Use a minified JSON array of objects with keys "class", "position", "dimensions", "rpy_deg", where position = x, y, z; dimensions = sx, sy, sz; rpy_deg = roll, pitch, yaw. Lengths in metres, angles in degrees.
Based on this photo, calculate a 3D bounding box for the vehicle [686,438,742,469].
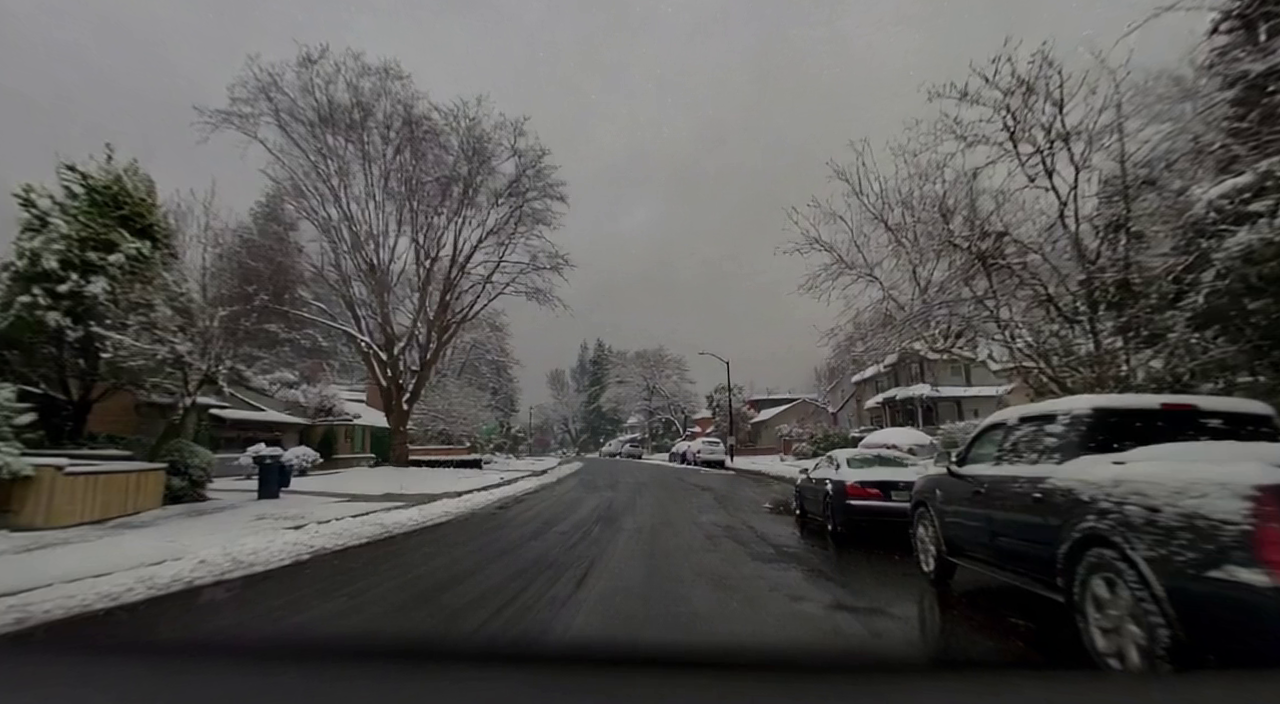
[{"class":"vehicle","position":[4.932,6.877,43.130],"dimensions":[2.715,1.900,6.163],"rpy_deg":[1,-8,-3]}]

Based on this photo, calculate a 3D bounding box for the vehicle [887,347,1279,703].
[{"class":"vehicle","position":[3.788,1.211,4.522],"dimensions":[2.161,1.854,5.289],"rpy_deg":[-1,-9,3]}]
